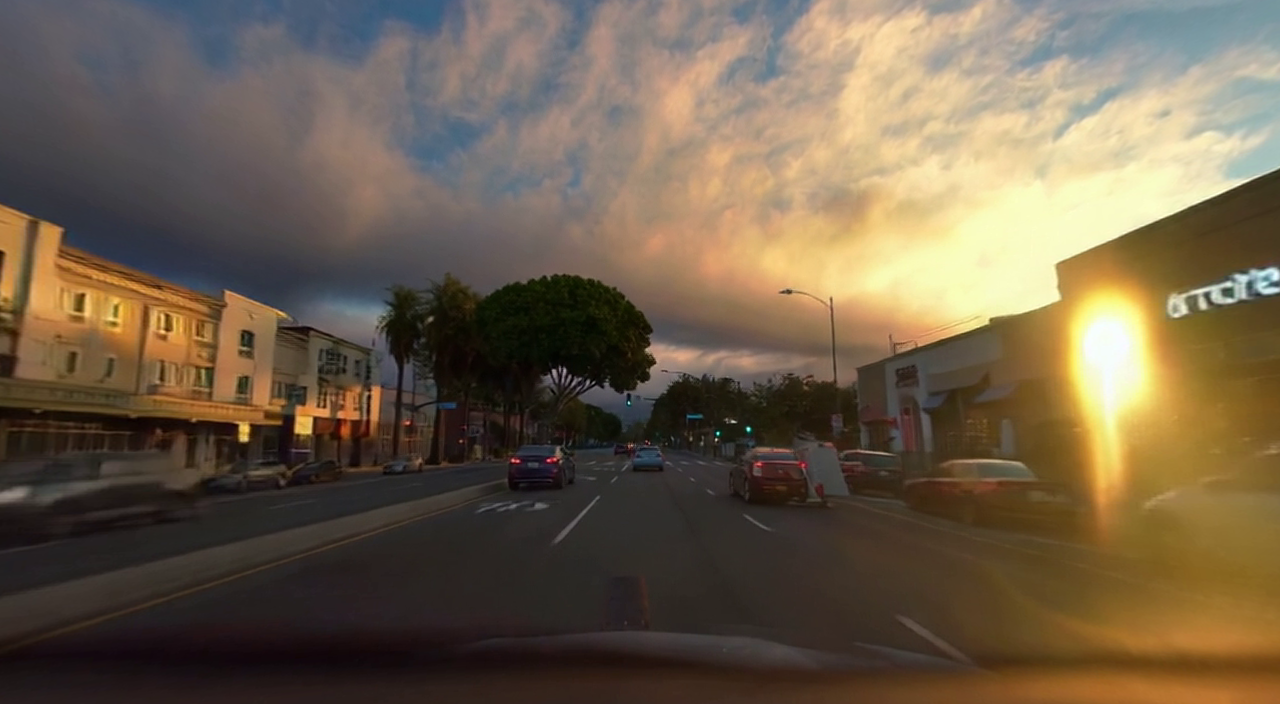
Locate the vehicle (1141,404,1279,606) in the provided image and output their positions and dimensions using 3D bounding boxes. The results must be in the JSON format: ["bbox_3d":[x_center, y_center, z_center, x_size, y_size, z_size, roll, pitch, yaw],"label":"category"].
[{"bbox_3d":[6.822,1.201,4.537,2.207,1.789,5.099,0,-8,0],"label":"vehicle"}]

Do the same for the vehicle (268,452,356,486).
[{"bbox_3d":[-16.561,5.913,32.168,1.919,1.469,4.719,-2,-8,1],"label":"vehicle"}]

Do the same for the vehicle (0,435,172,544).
[{"bbox_3d":[-10.831,2.297,10.884,1.951,1.658,4.473,0,-9,1],"label":"vehicle"}]

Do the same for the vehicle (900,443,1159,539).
[{"bbox_3d":[7.044,2.513,12.211,1.908,1.467,4.837,0,-8,0],"label":"vehicle"}]

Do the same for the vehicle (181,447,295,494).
[{"bbox_3d":[-16.897,4.948,26.779,2.001,1.760,4.329,-2,-9,0],"label":"vehicle"}]

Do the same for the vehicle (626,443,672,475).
[{"bbox_3d":[0.413,5.199,30.887,2.103,1.468,4.094,0,-8,0],"label":"vehicle"}]

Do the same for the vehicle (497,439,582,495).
[{"bbox_3d":[-2.947,3.472,19.394,1.860,1.510,4.073,0,-8,1],"label":"vehicle"}]

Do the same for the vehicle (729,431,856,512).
[{"bbox_3d":[3.412,2.748,14.914,1.987,1.637,3.896,0,-8,0],"label":"vehicle"}]
